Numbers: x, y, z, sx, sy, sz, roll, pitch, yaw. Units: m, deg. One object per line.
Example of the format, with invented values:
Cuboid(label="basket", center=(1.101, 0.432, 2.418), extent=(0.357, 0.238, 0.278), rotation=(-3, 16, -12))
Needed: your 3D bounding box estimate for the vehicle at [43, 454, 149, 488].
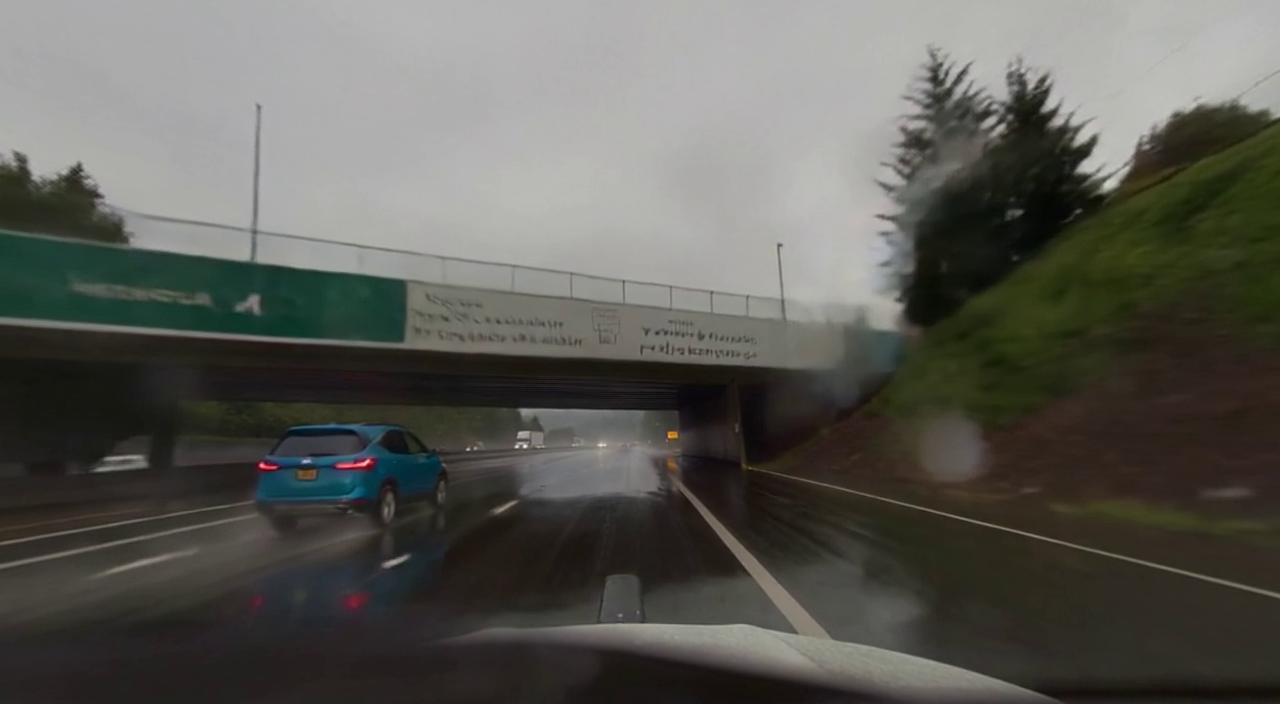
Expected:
Cuboid(label="vehicle", center=(-27.887, 6.082, 32.386), extent=(1.773, 1.554, 4.111), rotation=(0, -8, -1))

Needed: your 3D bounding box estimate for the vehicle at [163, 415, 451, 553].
Cuboid(label="vehicle", center=(-4.736, 1.924, 9.892), extent=(2.125, 1.662, 4.336), rotation=(0, -8, 0))
